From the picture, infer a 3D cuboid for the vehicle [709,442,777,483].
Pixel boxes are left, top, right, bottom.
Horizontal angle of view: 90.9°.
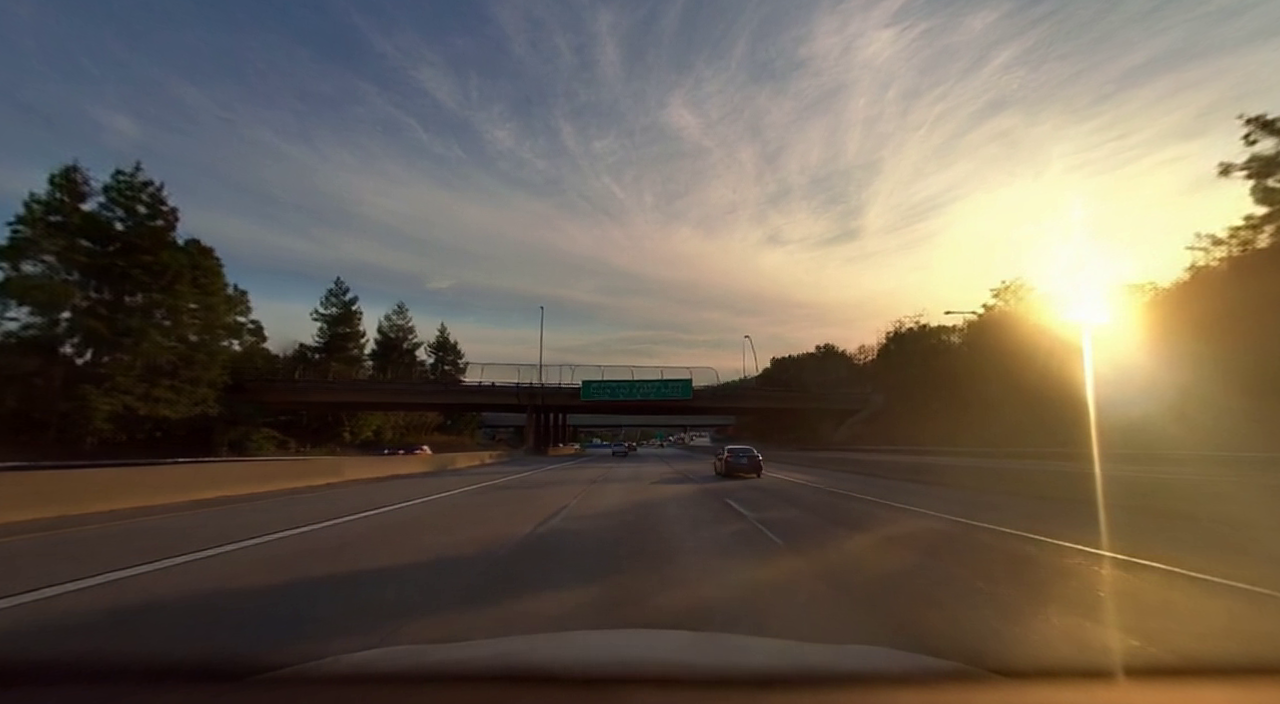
[{"bbox_3d":[4.042,4.407,25.493,1.908,1.483,4.259,0,-8,-1],"label":"vehicle"}]
